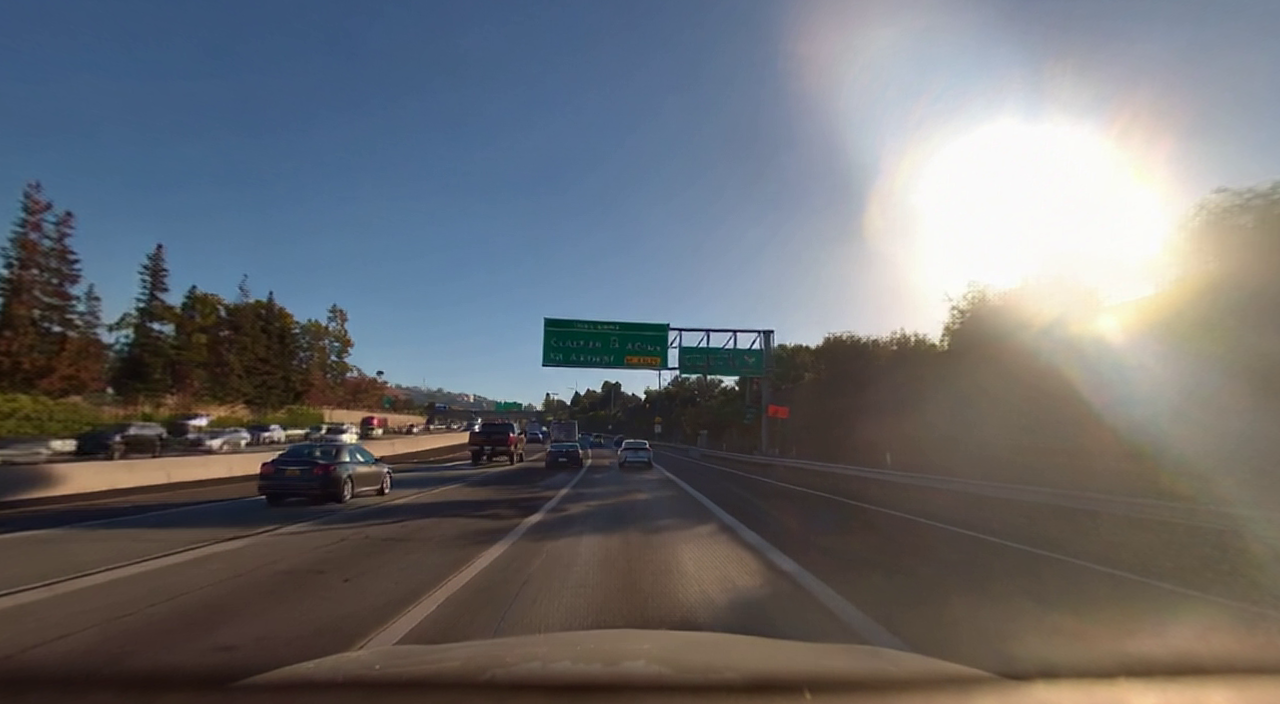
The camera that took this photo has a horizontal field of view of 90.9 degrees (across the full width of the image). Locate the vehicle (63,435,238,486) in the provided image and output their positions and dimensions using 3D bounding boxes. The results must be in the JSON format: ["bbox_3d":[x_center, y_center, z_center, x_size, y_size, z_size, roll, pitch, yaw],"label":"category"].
[{"bbox_3d":[-15.646,3.483,20.594,2.064,1.461,4.657,0,-8,-2],"label":"vehicle"}]

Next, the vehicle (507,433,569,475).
[{"bbox_3d":[-4.257,4.338,27.061,2.005,1.631,4.295,0,-8,-1],"label":"vehicle"}]

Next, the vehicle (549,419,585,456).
[{"bbox_3d":[-5.539,6.602,48.389,2.279,2.672,5.256,0,-8,-2],"label":"vehicle"}]

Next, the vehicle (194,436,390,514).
[{"bbox_3d":[-7.510,2.678,14.253,1.896,1.465,4.399,0,-8,0],"label":"vehicle"}]

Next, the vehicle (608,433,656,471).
[{"bbox_3d":[-0.432,4.671,29.669,2.092,1.671,3.772,0,-8,-2],"label":"vehicle"}]

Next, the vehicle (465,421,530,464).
[{"bbox_3d":[-8.604,5.578,38.820,2.773,2.402,6.232,0,-8,-2],"label":"vehicle"}]

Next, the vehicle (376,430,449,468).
[{"bbox_3d":[-11.948,5.140,33.546,2.079,1.807,5.187,0,-8,-2],"label":"vehicle"}]
